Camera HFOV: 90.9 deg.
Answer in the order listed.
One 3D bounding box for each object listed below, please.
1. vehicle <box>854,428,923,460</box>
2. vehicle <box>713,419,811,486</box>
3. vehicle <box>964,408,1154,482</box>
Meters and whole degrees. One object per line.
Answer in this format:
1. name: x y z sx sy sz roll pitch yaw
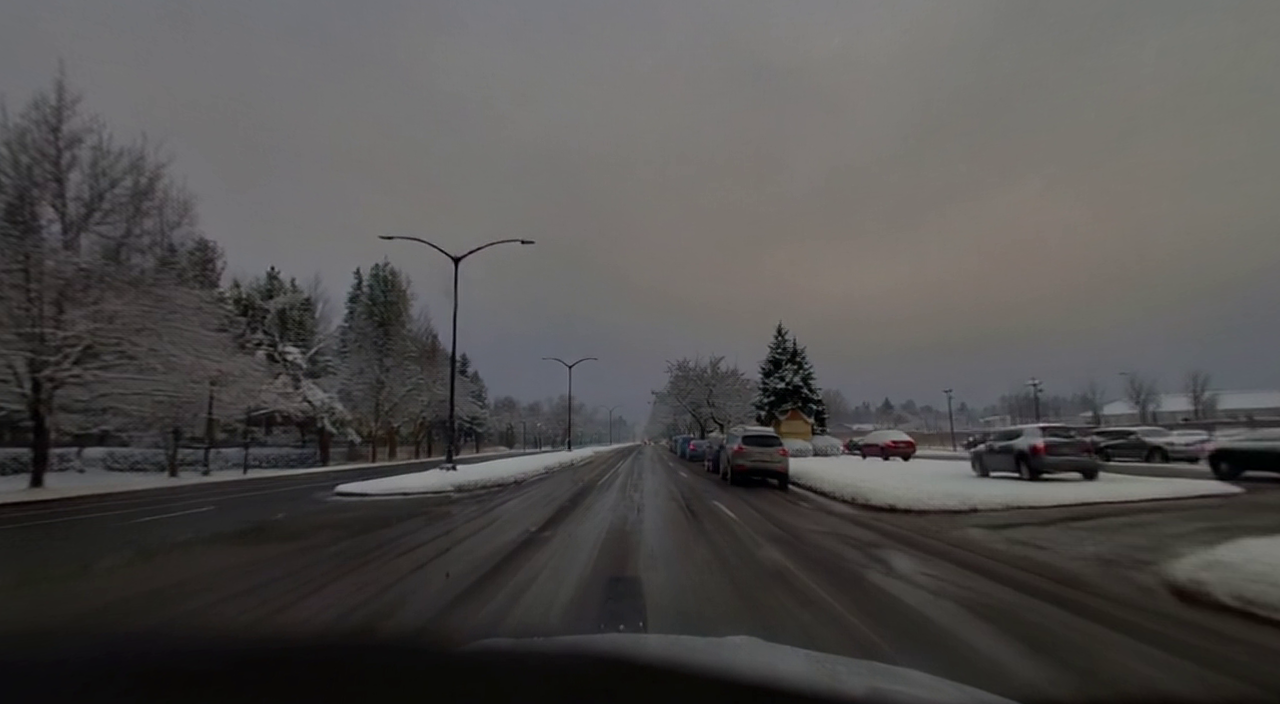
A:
1. vehicle: 14.474 5.404 37.096 2.227 1.720 4.959 0 -8 3
2. vehicle: 3.641 3.090 19.697 2.144 1.848 4.159 0 -8 -1
3. vehicle: 11.473 2.595 17.789 2.220 1.798 4.427 0 -8 -1
